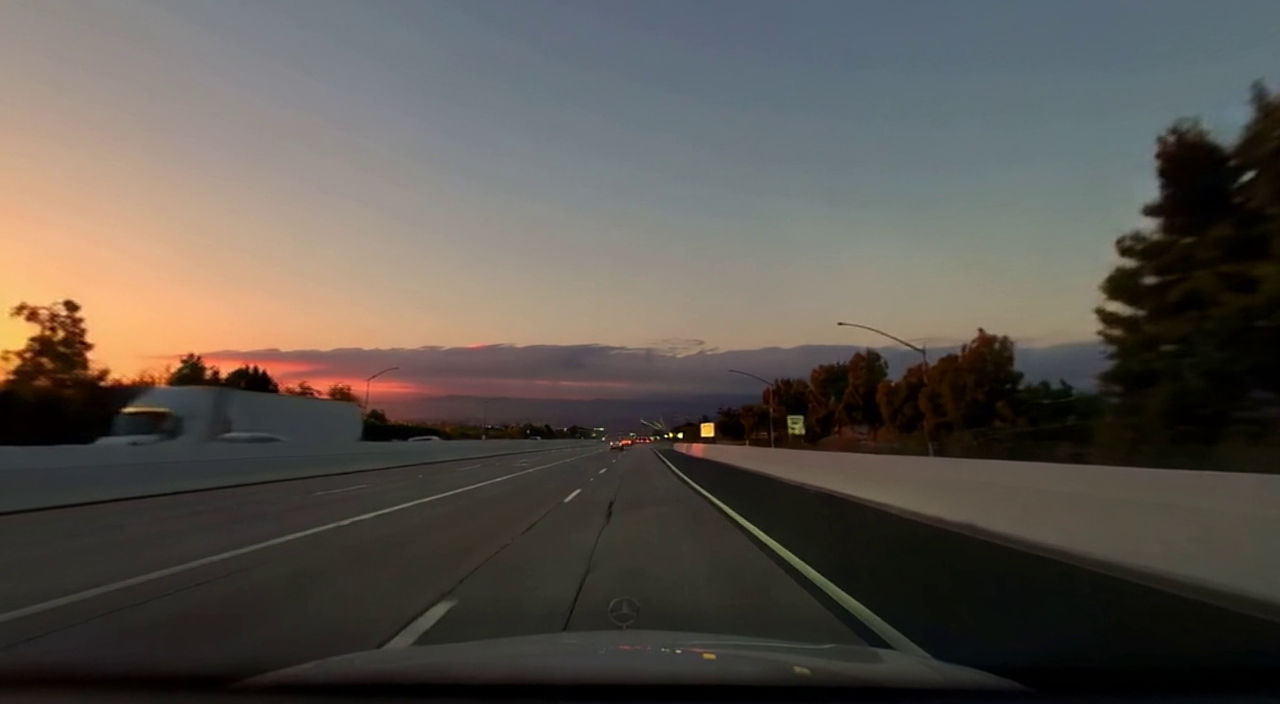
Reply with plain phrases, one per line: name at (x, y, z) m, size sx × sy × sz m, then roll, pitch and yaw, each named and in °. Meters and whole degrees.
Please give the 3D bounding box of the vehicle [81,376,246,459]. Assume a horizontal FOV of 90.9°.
vehicle at (-23.520, 3.422, 31.730) m, size 3.070 × 3.713 × 6.478 m, roll 0°, pitch -8°, yaw 0°

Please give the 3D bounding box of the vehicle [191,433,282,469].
vehicle at (-16.852, 4.152, 26.539) m, size 1.502 × 1.359 × 3.382 m, roll -1°, pitch -8°, yaw 2°

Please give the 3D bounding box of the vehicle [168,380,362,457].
vehicle at (-23.507, 4.708, 41.659) m, size 2.867 × 4.027 × 16.216 m, roll -1°, pitch -8°, yaw 0°
